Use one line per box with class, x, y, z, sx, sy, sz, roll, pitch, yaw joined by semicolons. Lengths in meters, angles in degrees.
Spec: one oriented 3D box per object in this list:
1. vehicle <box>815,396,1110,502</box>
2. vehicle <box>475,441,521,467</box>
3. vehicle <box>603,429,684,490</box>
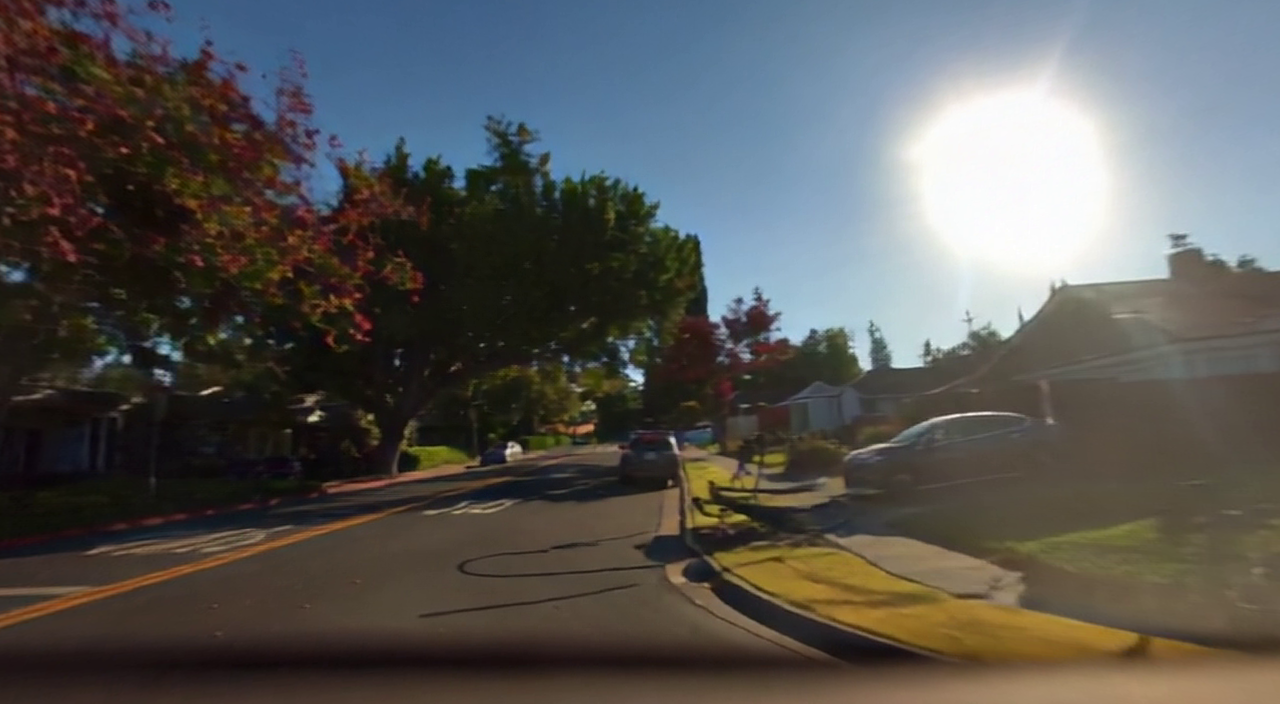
vehicle;6.059;1.906;12.368;4.595;1.620;1.984;-4;-9;4
vehicle;-9.384;6.763;41.797;2.033;1.456;4.370;-4;-8;0
vehicle;0.126;3.311;19.653;2.242;1.661;4.273;0;-8;1
